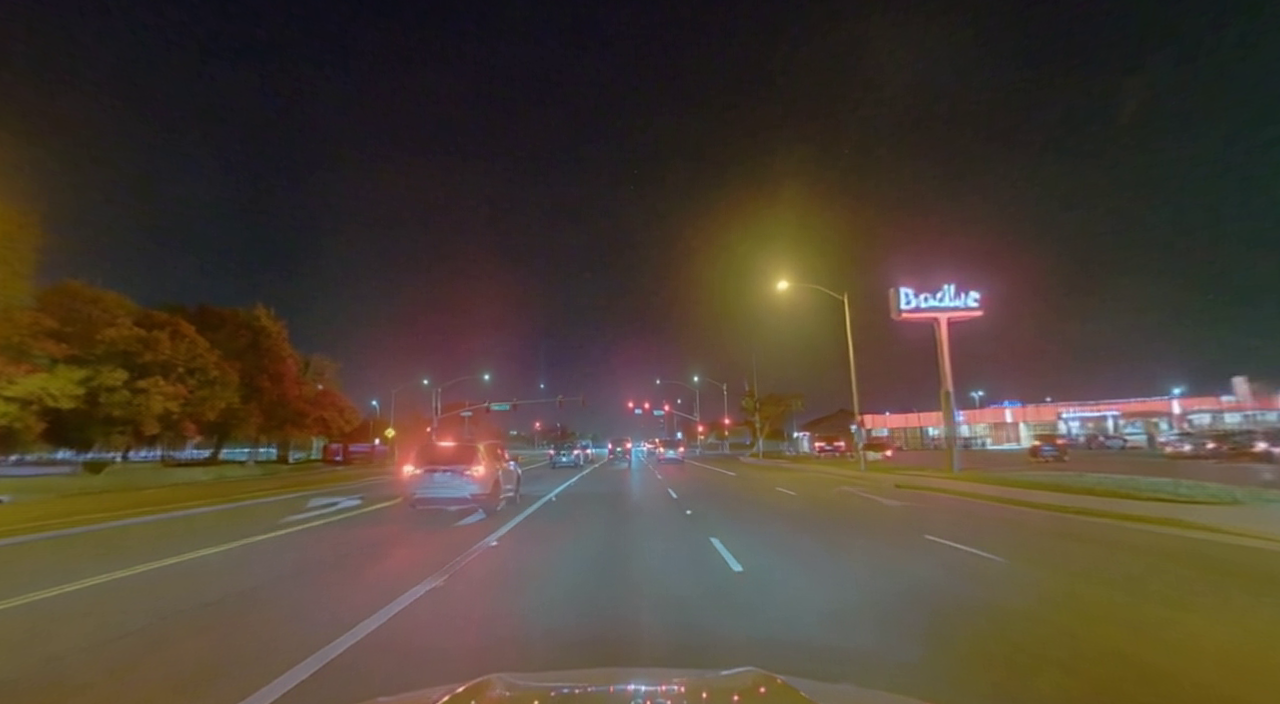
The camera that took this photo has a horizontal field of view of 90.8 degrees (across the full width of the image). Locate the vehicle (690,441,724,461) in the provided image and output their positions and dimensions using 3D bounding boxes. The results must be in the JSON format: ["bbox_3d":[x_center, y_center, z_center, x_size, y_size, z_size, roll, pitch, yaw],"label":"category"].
[{"bbox_3d":[5.070,7.565,48.474,2.017,1.453,4.497,0,-8,-2],"label":"vehicle"}]

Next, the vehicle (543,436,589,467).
[{"bbox_3d":[-4.163,5.675,36.293,2.143,1.643,4.336,0,-8,0],"label":"vehicle"}]

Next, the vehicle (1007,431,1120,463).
[{"bbox_3d":[23.421,5.281,35.187,4.824,1.693,1.984,-3,-9,21],"label":"vehicle"}]

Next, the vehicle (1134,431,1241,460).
[{"bbox_3d":[30.473,5.233,35.313,3.985,1.490,2.047,-4,-9,25],"label":"vehicle"}]

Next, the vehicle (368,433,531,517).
[{"bbox_3d":[-3.848,2.560,13.773,2.097,1.497,4.571,0,-8,1],"label":"vehicle"}]

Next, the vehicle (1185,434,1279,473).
[{"bbox_3d":[25.208,4.027,25.182,4.799,1.497,1.952,-4,-9,22],"label":"vehicle"}]
